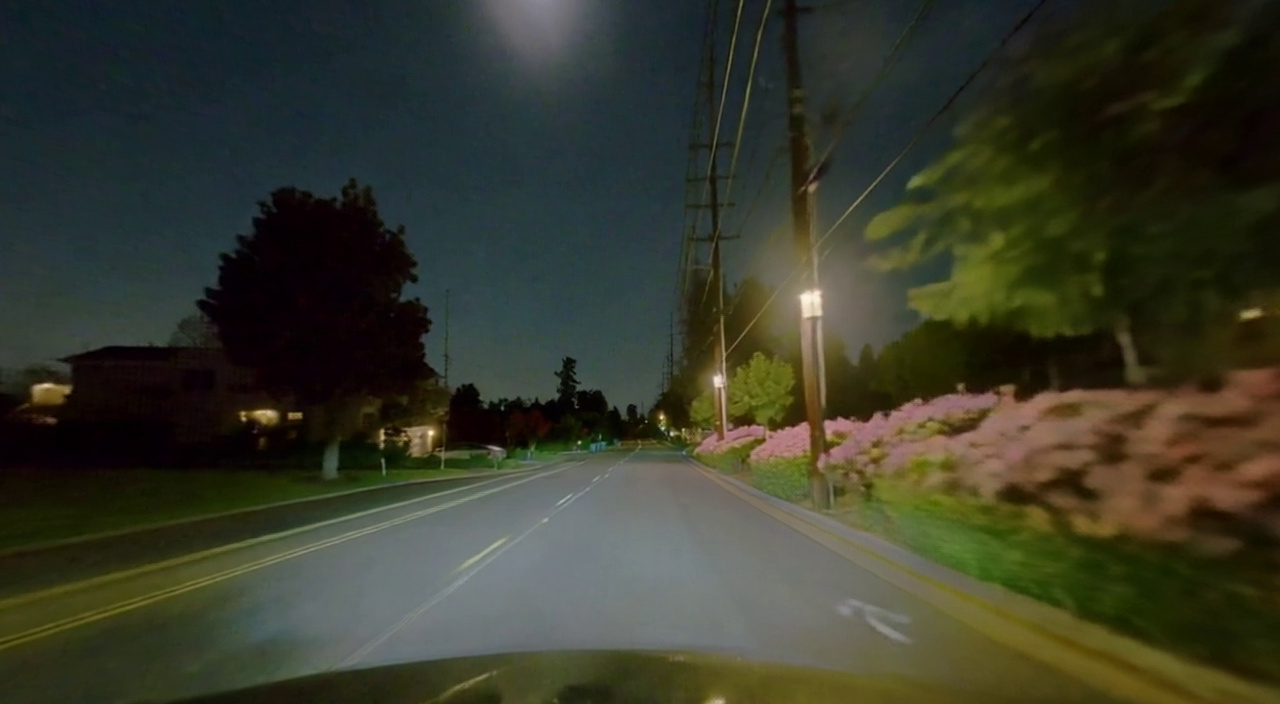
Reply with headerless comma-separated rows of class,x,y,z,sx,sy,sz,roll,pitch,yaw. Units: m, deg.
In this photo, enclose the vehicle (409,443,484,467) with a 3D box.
vehicle,-13.627,7.264,44.721,4.554,1.535,2.261,0,-8,-2
